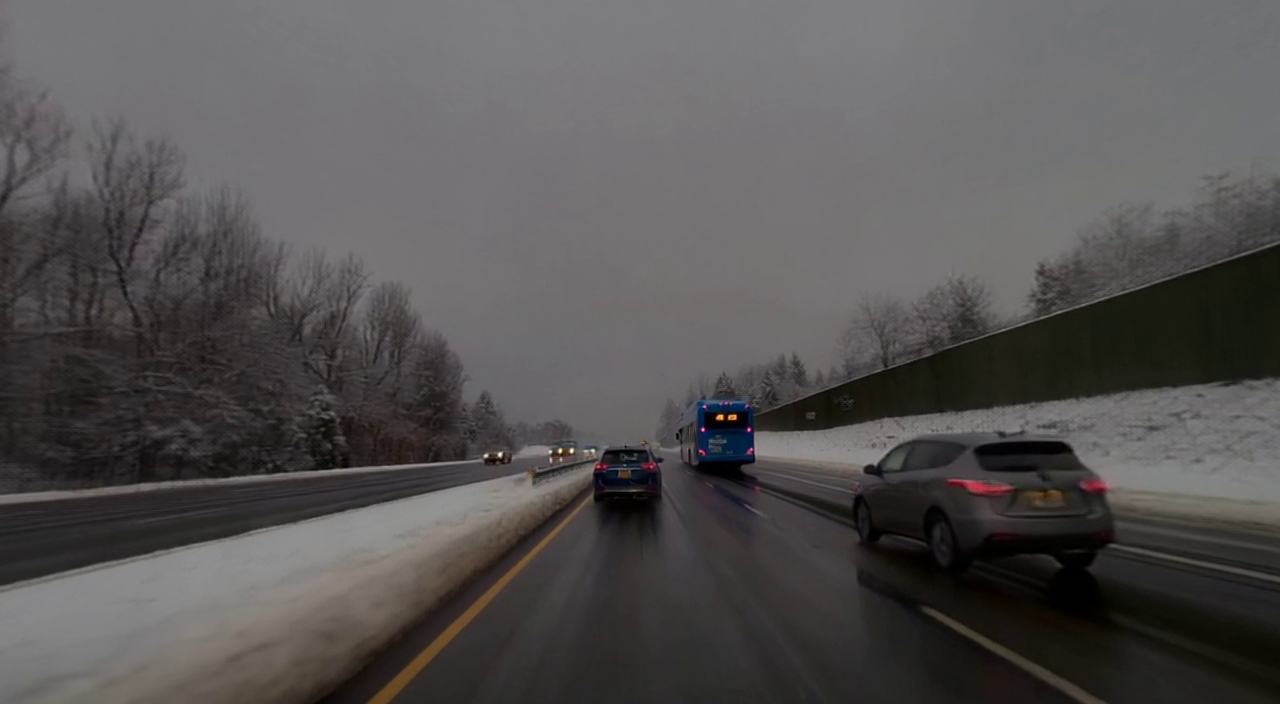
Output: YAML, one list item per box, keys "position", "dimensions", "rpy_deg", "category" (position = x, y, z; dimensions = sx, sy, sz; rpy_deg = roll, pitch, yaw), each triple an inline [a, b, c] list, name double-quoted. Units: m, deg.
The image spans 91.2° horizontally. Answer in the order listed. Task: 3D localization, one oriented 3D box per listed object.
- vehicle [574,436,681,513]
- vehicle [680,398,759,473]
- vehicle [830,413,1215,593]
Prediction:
- position: [-0.249, 2.809, 14.813]
  dimensions: [2.160, 1.532, 4.073]
  rpy_deg: [-1, -9, 0]
  category: "vehicle"
- position: [4.084, 4.845, 35.492]
  dimensions: [3.055, 3.479, 12.521]
  rpy_deg: [-1, -9, 1]
  category: "vehicle"
- position: [3.880, 1.595, 7.387]
  dimensions: [1.995, 1.507, 3.915]
  rpy_deg: [0, -9, -1]
  category: "vehicle"
